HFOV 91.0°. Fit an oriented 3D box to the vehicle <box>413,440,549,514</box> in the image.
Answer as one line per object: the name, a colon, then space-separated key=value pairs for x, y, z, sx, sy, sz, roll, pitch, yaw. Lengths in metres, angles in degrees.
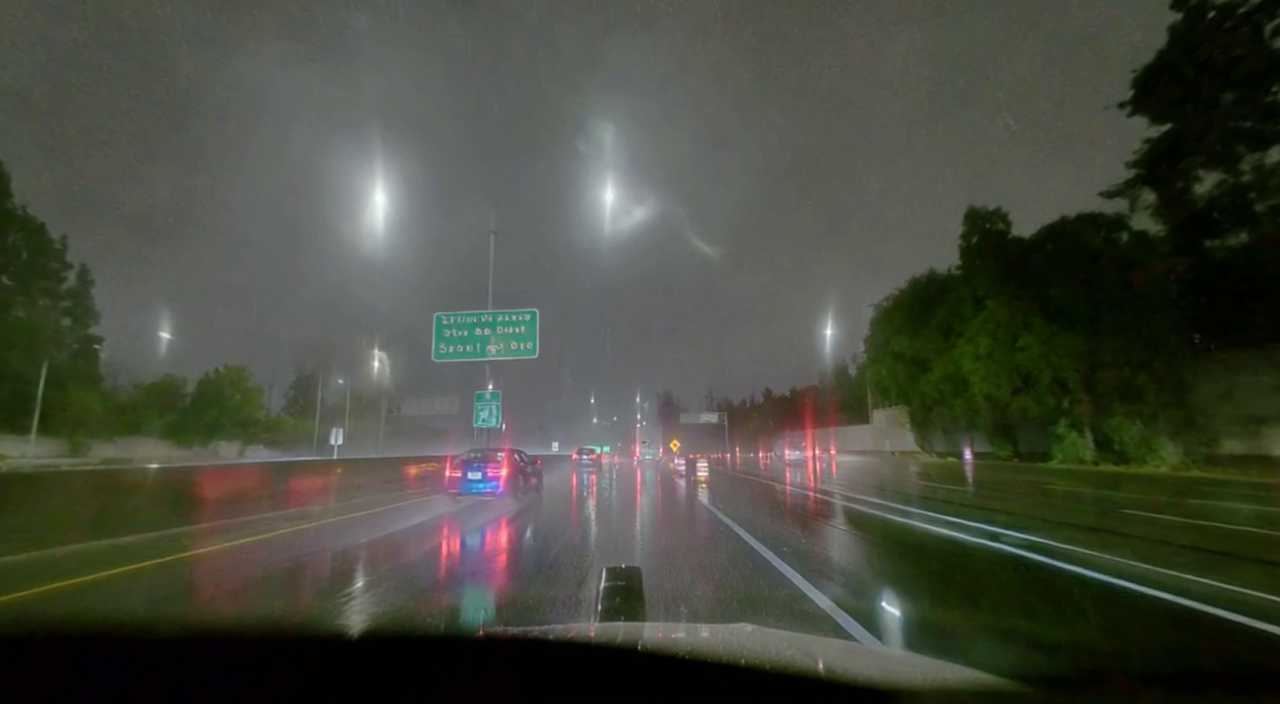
vehicle: x=-3.656 y=2.952 z=15.459 sx=2.012 sy=1.510 sz=4.672 roll=0 pitch=-9 yaw=1

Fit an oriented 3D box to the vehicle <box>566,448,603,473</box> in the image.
vehicle: x=-3.462 y=6.825 z=39.946 sx=1.965 sy=1.459 sz=4.145 roll=0 pitch=-9 yaw=0
